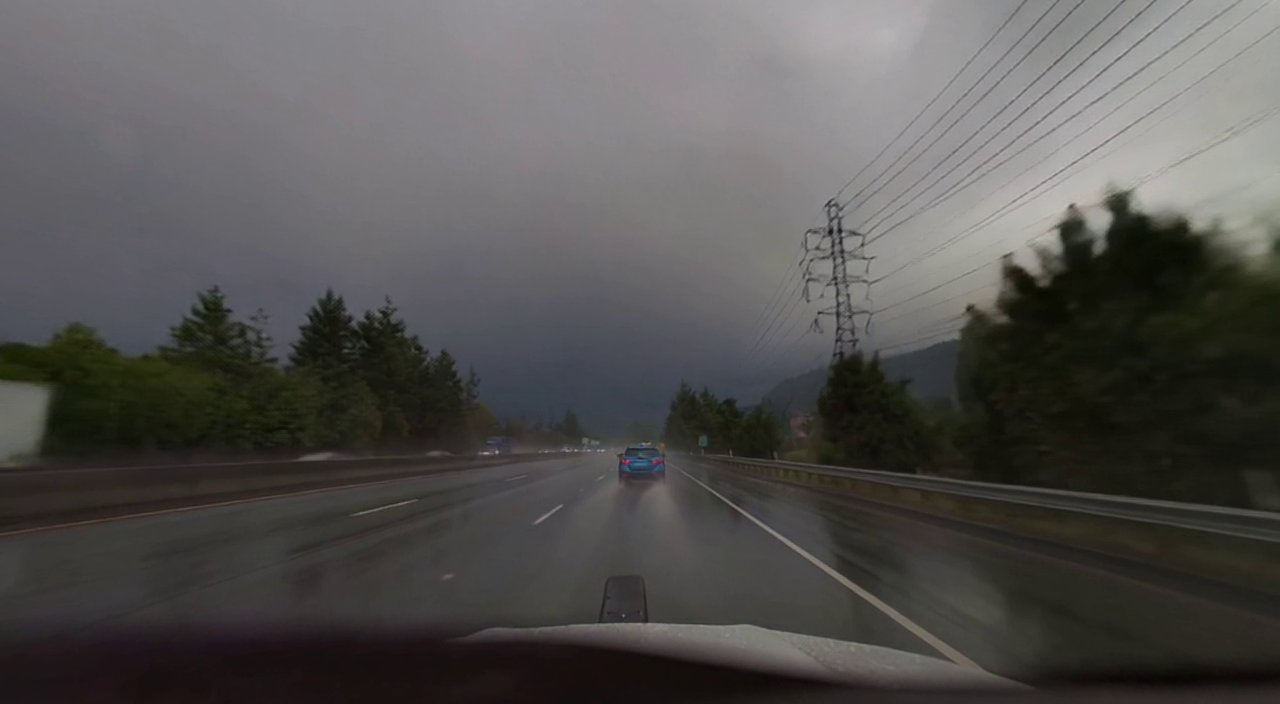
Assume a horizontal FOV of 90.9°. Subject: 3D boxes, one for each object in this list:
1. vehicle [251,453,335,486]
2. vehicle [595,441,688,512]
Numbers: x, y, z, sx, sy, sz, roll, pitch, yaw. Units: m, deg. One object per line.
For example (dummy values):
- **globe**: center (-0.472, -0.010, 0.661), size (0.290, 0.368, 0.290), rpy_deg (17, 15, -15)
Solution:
- **vehicle**: center (-15.648, 5.291, 28.618), size (1.758, 1.382, 3.416), rpy_deg (0, -9, 1)
- **vehicle**: center (0.003, 2.984, 15.568), size (1.966, 1.499, 4.298), rpy_deg (0, -9, -1)
